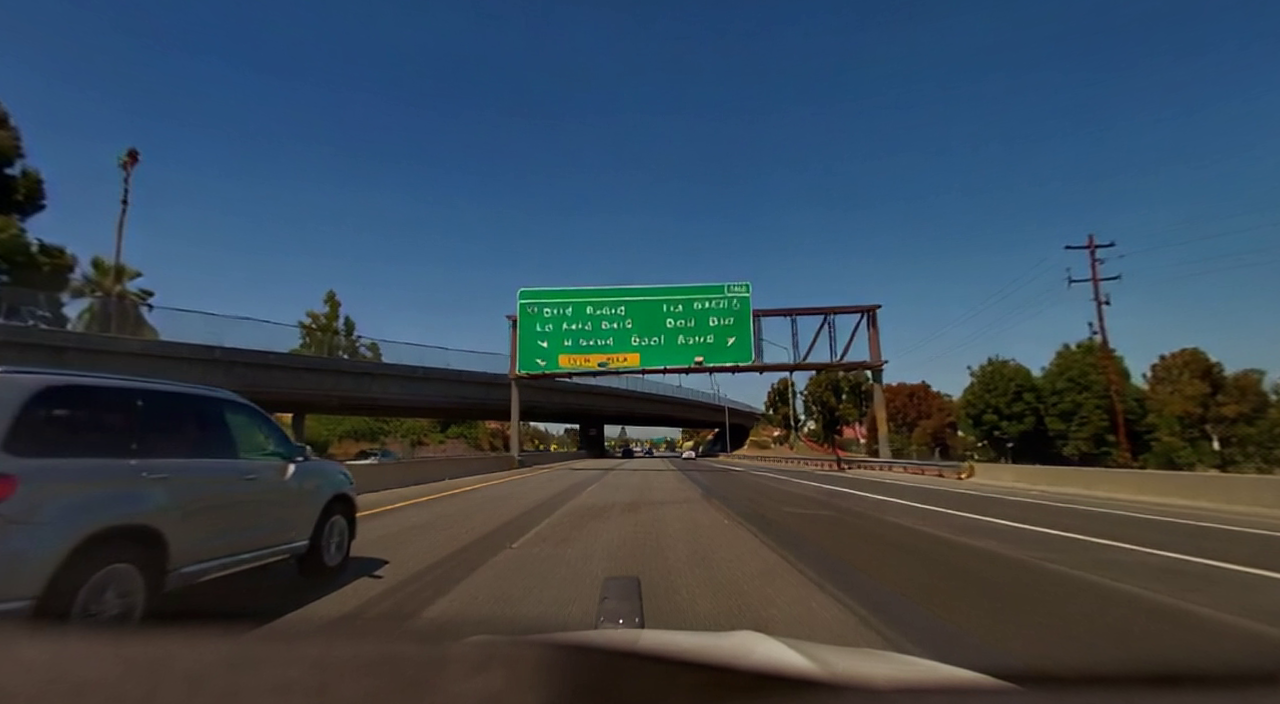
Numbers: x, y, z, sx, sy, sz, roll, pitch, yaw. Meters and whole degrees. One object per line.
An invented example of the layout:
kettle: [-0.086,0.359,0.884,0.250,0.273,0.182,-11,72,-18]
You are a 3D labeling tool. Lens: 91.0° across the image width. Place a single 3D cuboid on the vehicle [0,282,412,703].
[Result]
vehicle: [-3.816,0.902,4.024,2.431,1.928,5.760,0,-9,1]
